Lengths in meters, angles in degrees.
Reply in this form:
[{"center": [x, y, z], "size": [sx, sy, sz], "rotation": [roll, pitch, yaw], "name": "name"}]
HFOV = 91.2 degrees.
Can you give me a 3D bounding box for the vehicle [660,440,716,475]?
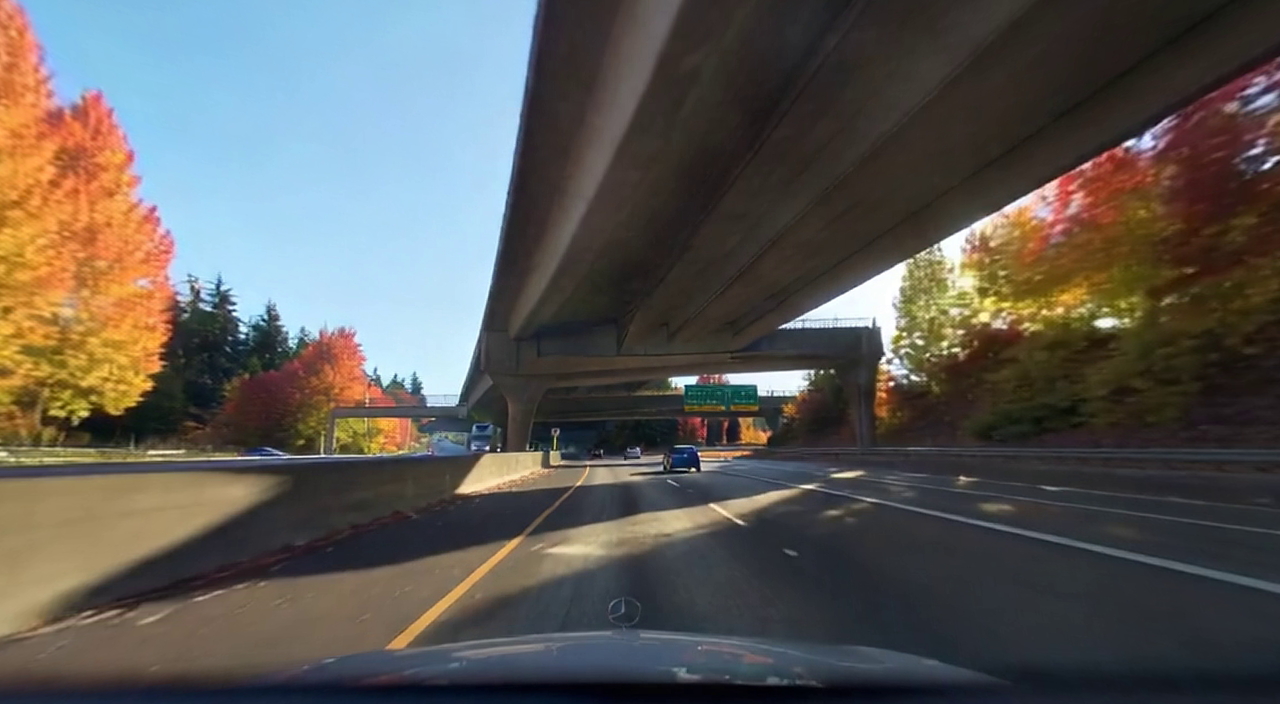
[{"center": [2.318, 5.262, 31.409], "size": [2.337, 1.633, 4.222], "rotation": [0, -9, -2], "name": "vehicle"}]
